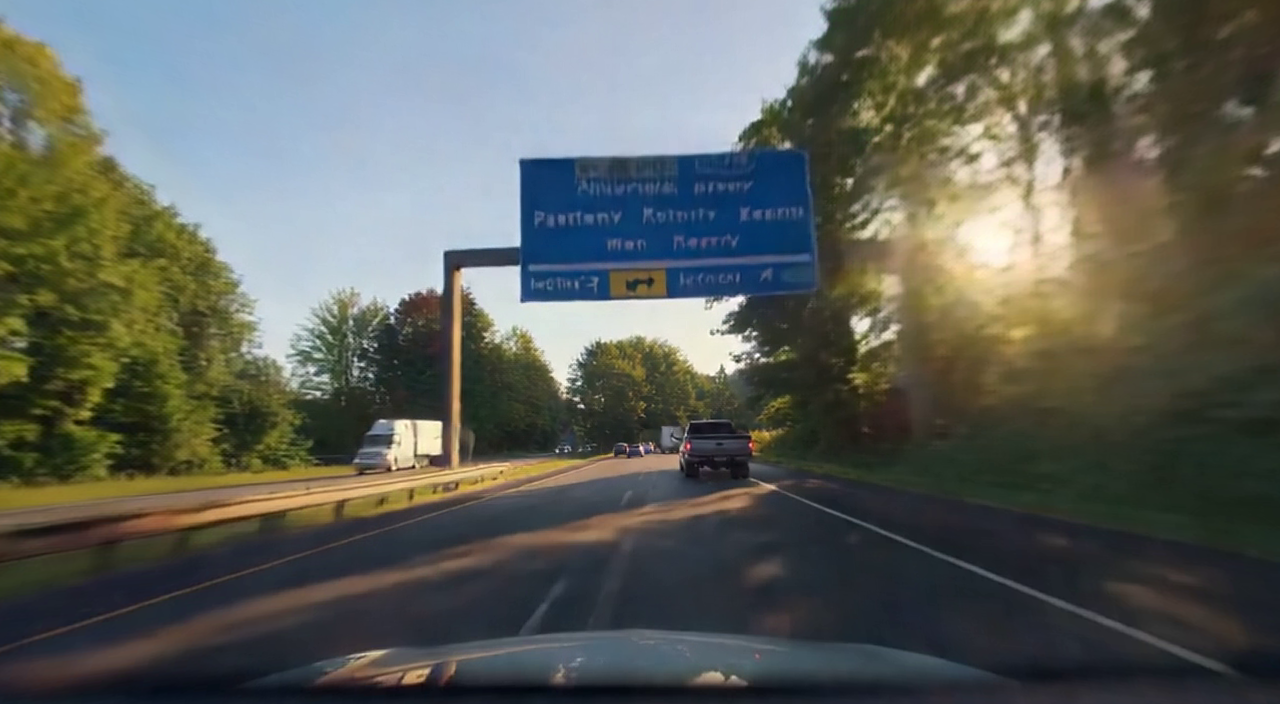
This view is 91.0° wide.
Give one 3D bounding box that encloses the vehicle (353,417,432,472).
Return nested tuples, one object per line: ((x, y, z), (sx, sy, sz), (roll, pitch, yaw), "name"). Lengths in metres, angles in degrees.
((-17.160, 6.471, 44.102), (2.867, 3.506, 5.874), (0, -8, 2), "vehicle")

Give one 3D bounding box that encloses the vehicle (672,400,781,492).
((2.489, 2.976, 20.127), (2.677, 2.439, 6.402), (0, -8, 1), "vehicle")
